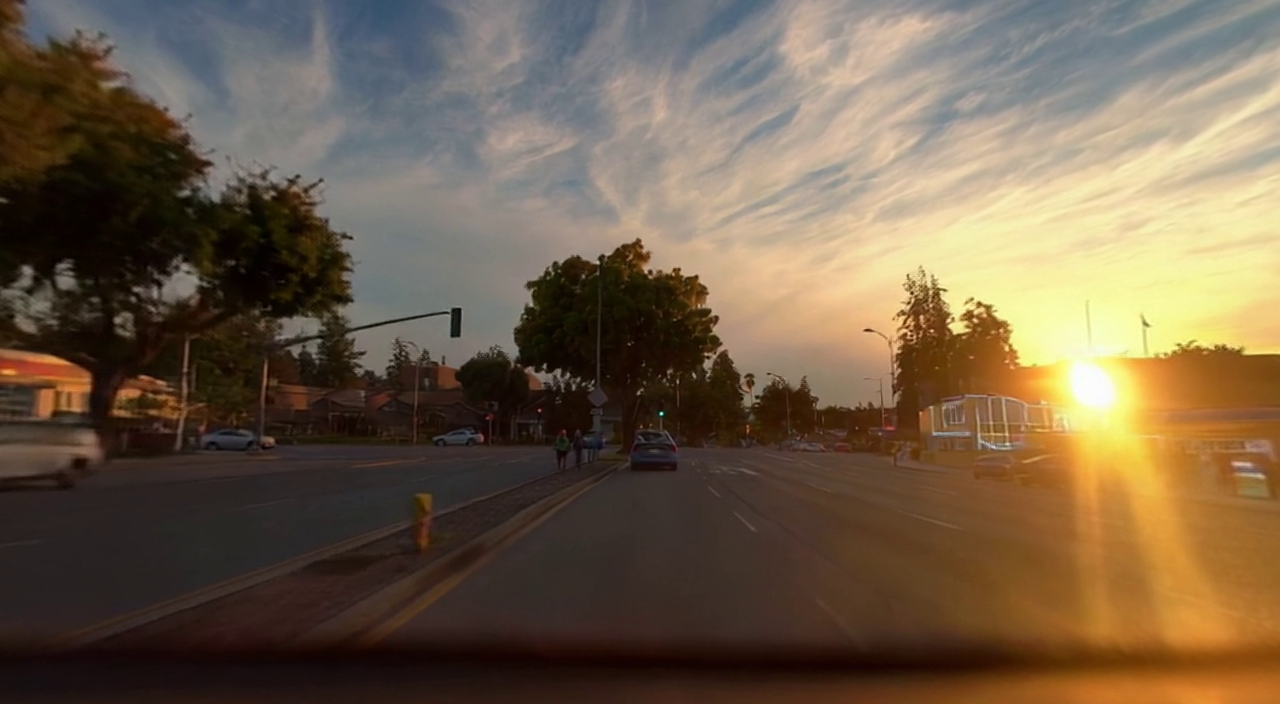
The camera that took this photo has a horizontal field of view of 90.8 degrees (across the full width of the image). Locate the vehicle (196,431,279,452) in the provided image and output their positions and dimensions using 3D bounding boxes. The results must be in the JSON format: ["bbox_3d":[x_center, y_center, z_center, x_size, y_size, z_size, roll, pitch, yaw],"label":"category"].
[{"bbox_3d":[-29.869,6.667,46.964,4.749,1.463,1.871,1,-9,-10],"label":"vehicle"}]

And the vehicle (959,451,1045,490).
[{"bbox_3d":[15.555,5.068,27.414,2.099,1.464,4.615,-3,-9,16],"label":"vehicle"}]

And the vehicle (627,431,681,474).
[{"bbox_3d":[0.594,4.163,26.288,2.055,1.655,4.204,0,-9,2],"label":"vehicle"}]

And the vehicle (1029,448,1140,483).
[{"bbox_3d":[22.068,5.618,31.413,4.331,1.604,1.858,1,-9,-10],"label":"vehicle"}]

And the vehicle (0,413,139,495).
[{"bbox_3d":[-12.744,2.029,12.599,2.027,1.486,4.105,0,-9,2],"label":"vehicle"}]
